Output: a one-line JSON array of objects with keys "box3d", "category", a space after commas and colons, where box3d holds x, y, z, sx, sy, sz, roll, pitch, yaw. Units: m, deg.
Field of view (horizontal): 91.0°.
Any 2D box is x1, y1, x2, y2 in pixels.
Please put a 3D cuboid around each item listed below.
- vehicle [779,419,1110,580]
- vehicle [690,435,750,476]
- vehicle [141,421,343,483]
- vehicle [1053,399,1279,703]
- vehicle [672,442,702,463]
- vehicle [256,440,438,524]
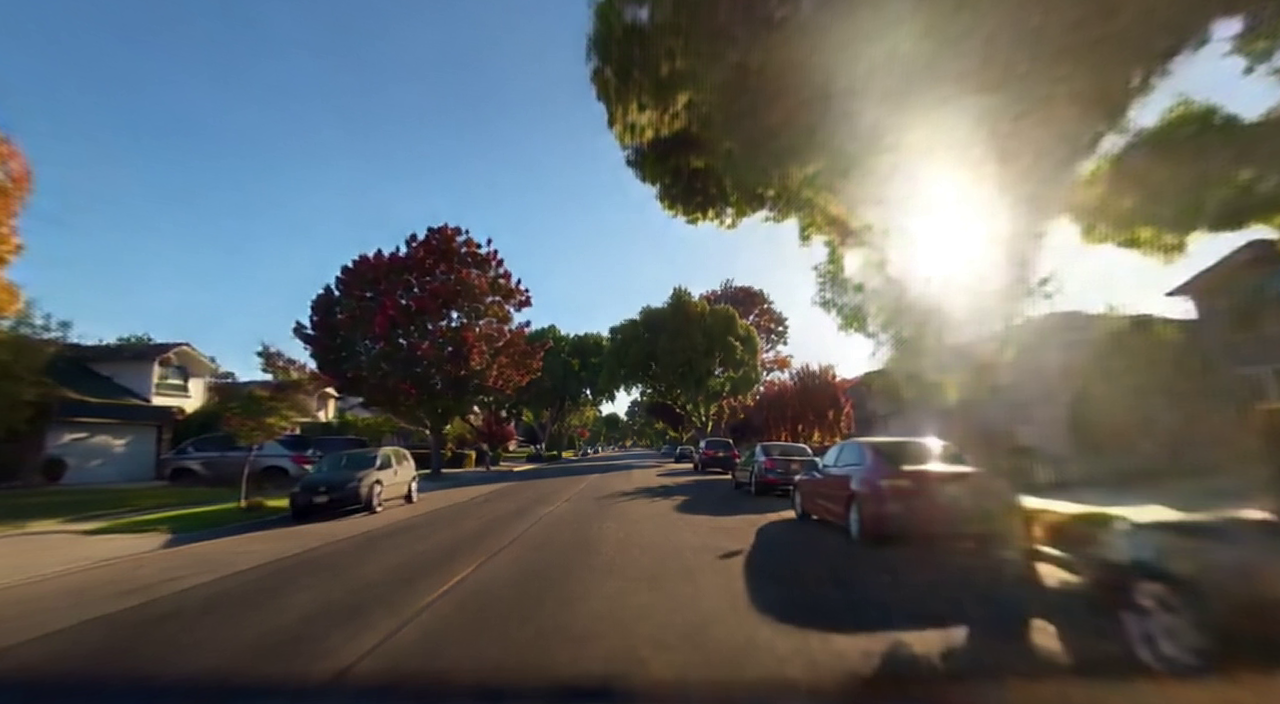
[{"box3d": [3.734, 1.904, 9.201, 2.157, 1.639, 5.297, 0, -8, -1], "category": "vehicle"}, {"box3d": [3.715, 4.914, 30.132, 2.039, 1.780, 4.884, 0, -8, -2], "category": "vehicle"}, {"box3d": [-14.224, 3.614, 22.829, 5.681, 2.094, 2.344, 0, -8, 0], "category": "vehicle"}, {"box3d": [3.829, 0.884, 2.030, 1.917, 1.569, 4.460, 0, -8, 0], "category": "vehicle"}, {"box3d": [3.667, 7.916, 49.635, 1.897, 1.521, 4.835, 0, -8, -1], "category": "vehicle"}, {"box3d": [-6.355, 2.815, 14.386, 1.985, 1.497, 4.655, -2, -8, -1], "category": "vehicle"}]
